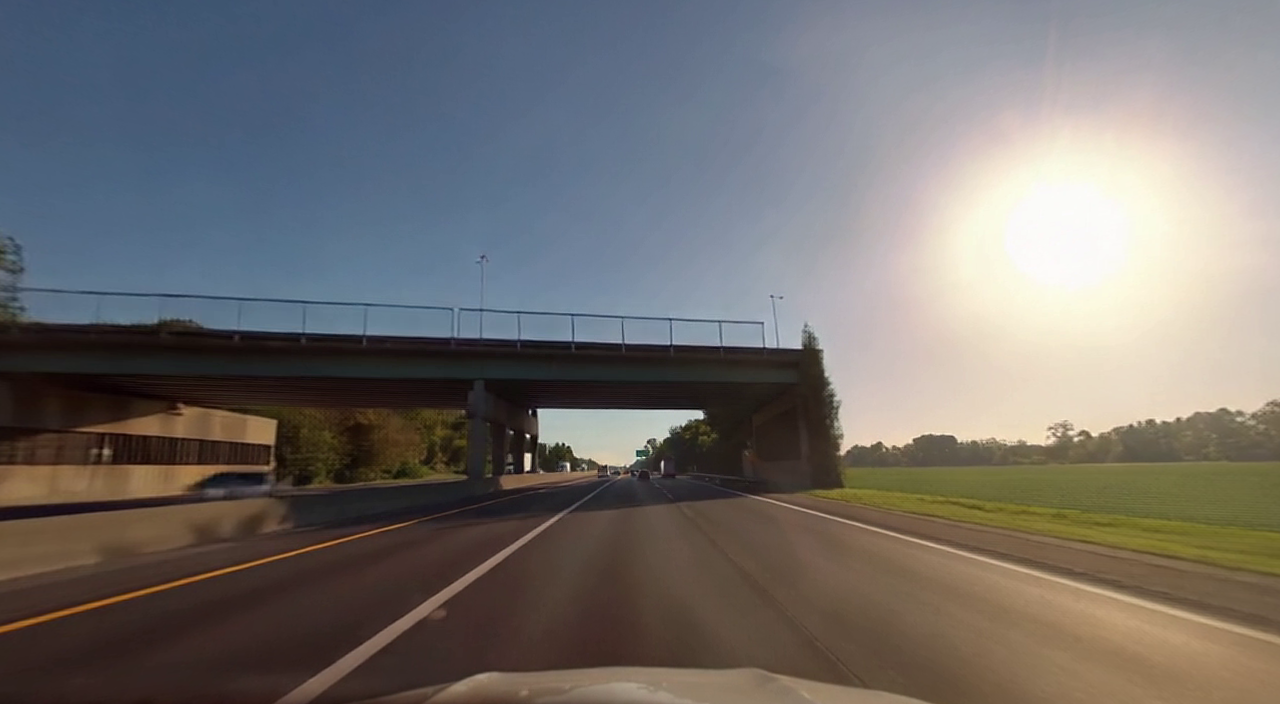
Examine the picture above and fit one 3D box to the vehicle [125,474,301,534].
[{"bbox_3d":[-12.000,4.269,18.180,1.873,1.436,4.528,1,-11,0],"label":"vehicle"}]
